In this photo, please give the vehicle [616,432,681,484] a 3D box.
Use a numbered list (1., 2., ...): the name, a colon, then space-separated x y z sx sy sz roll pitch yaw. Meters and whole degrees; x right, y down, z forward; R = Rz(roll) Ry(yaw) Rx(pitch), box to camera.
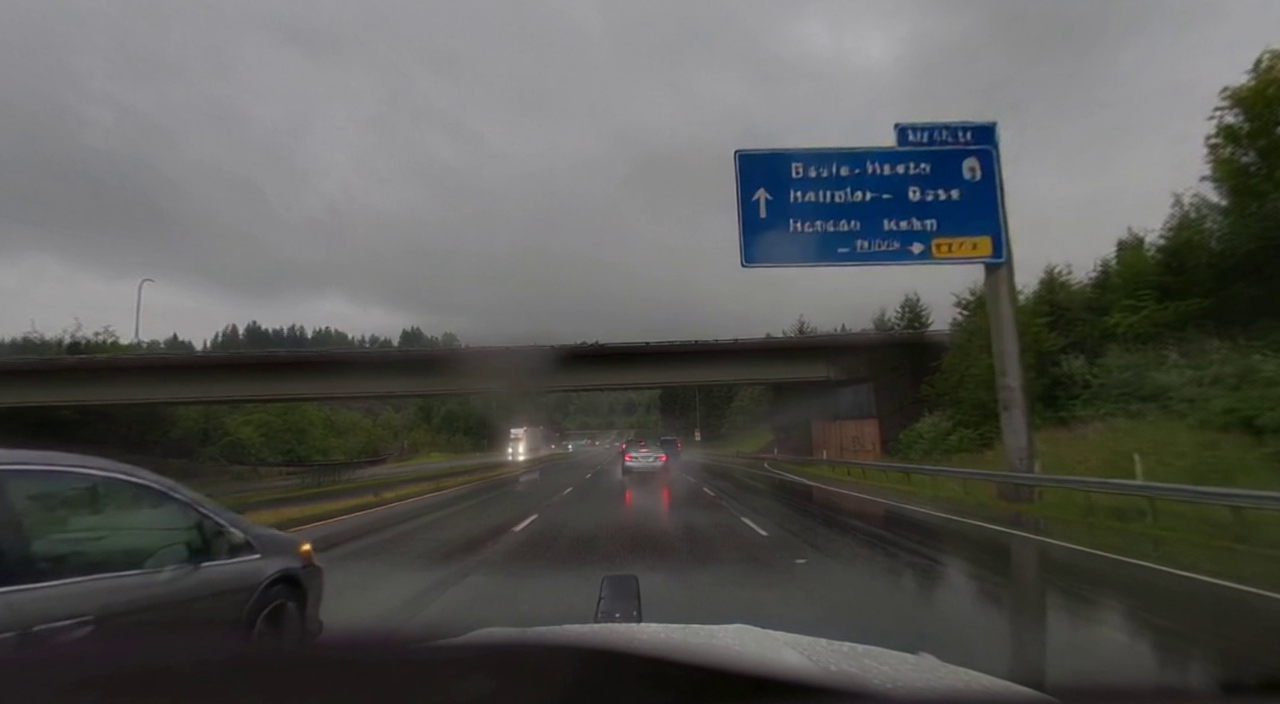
1. vehicle: 0.191 3.720 22.403 2.092 1.636 4.024 0 -8 -2
